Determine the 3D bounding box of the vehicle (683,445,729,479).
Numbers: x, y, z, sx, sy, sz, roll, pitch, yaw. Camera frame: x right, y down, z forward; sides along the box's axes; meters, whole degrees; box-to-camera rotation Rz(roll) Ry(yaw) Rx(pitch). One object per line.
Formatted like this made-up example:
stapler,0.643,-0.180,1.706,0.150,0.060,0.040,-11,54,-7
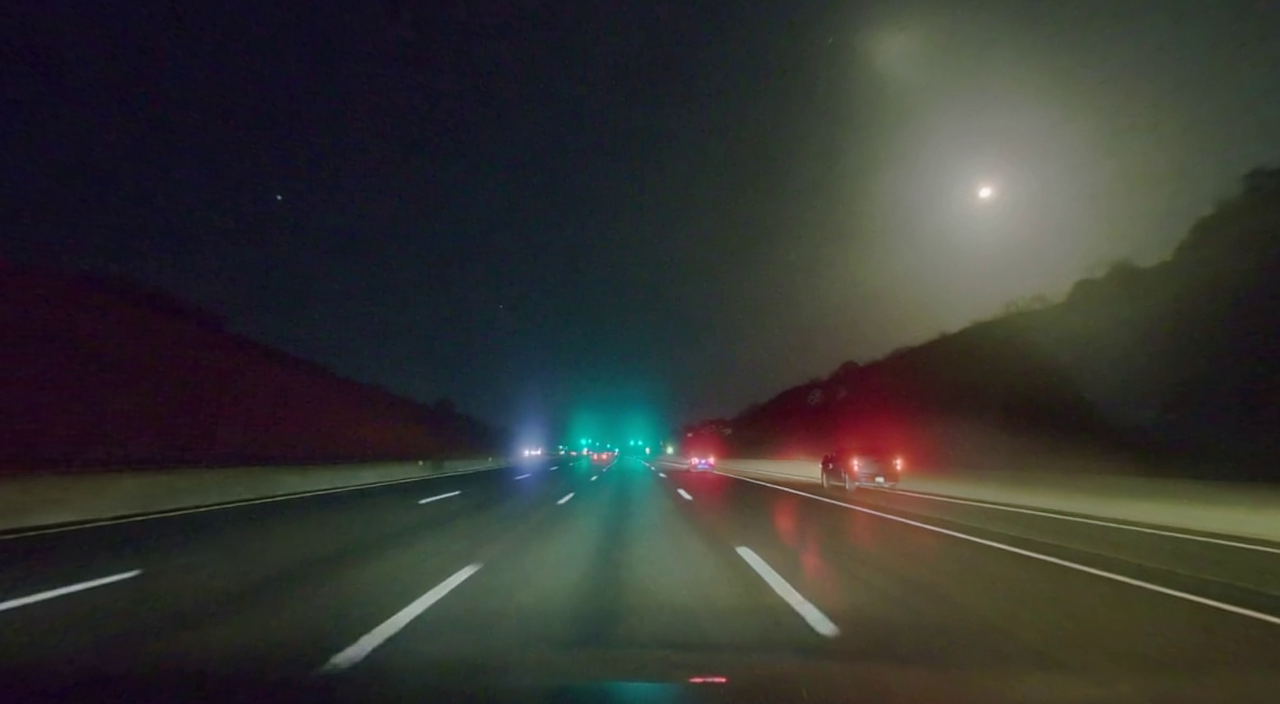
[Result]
vehicle,3.261,5.565,31.918,1.895,1.555,4.030,0,-9,0
